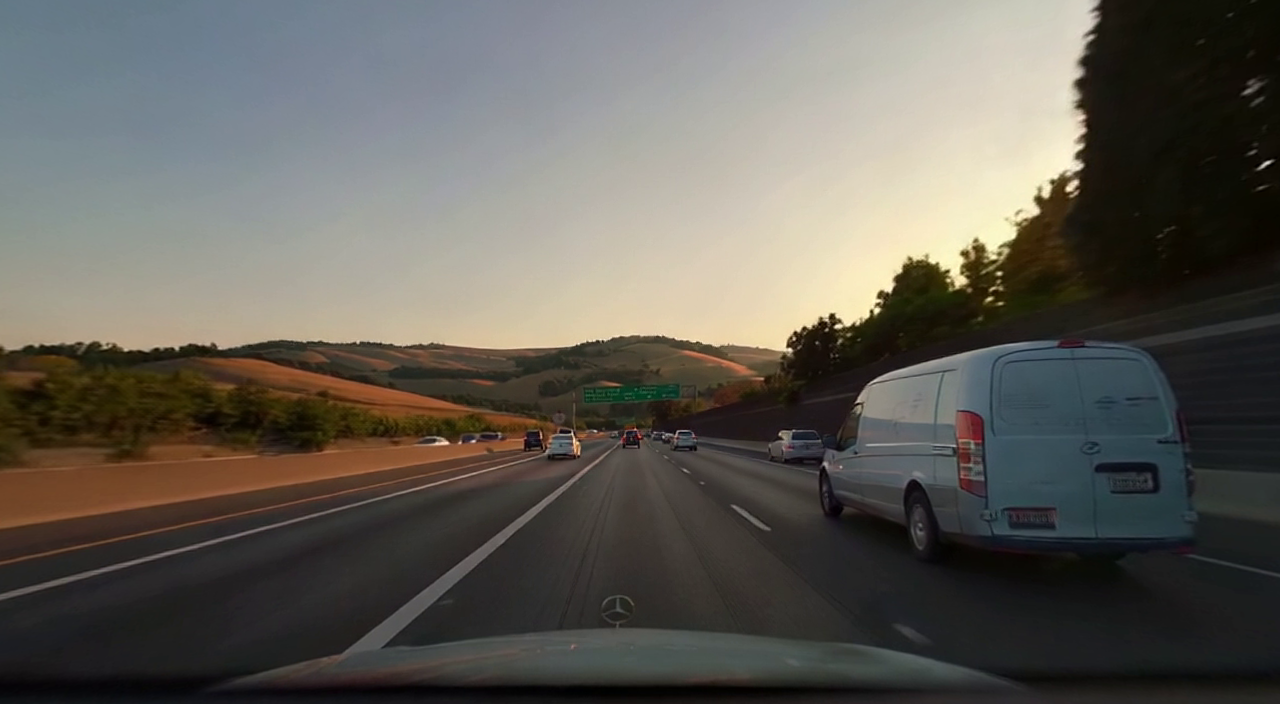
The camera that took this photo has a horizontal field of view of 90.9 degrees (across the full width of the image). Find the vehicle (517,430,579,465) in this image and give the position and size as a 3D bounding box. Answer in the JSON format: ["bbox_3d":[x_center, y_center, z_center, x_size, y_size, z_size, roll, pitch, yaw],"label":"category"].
[{"bbox_3d":[-4.122,4.353,28.924,2.204,1.486,4.121,0,-8,0],"label":"vehicle"}]

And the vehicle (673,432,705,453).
[{"bbox_3d":[3.486,6.480,45.240,1.806,1.469,3.681,0,-8,-2],"label":"vehicle"}]
